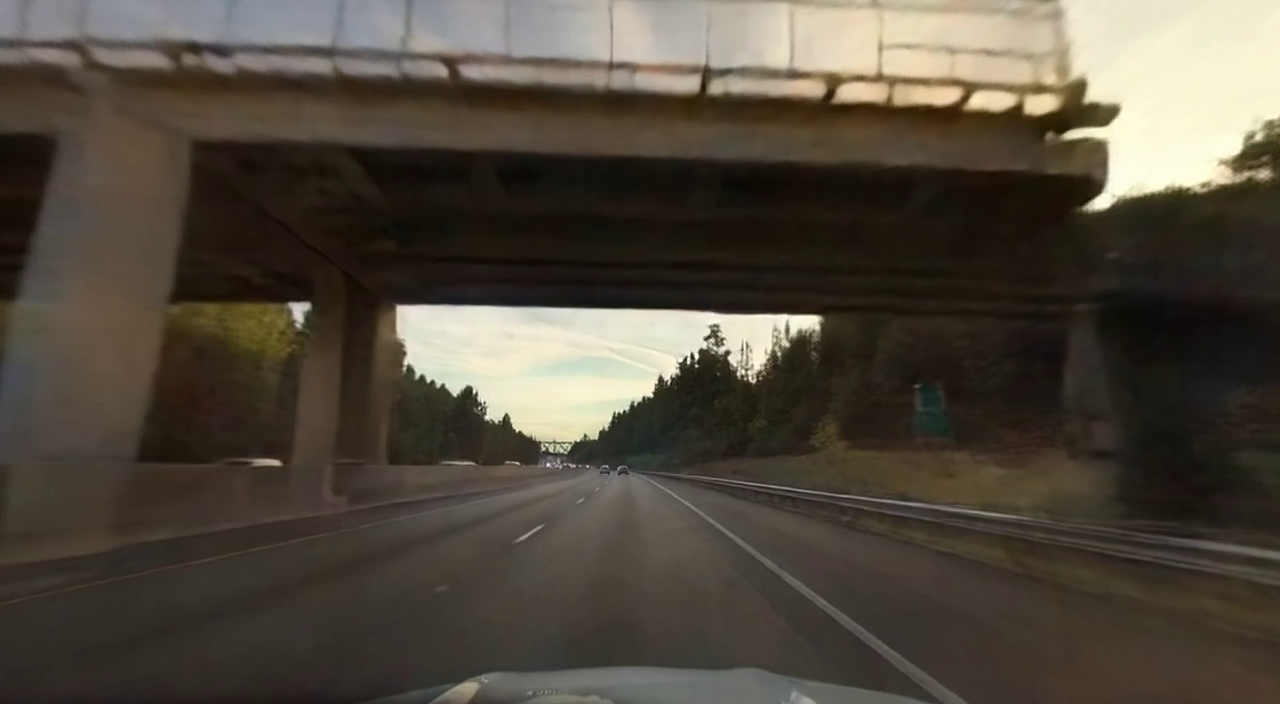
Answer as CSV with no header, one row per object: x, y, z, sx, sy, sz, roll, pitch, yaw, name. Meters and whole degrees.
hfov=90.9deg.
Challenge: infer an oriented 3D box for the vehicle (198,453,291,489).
-17.515,5.301,28.091,1.740,1.429,3.544,1,-11,1,vehicle
